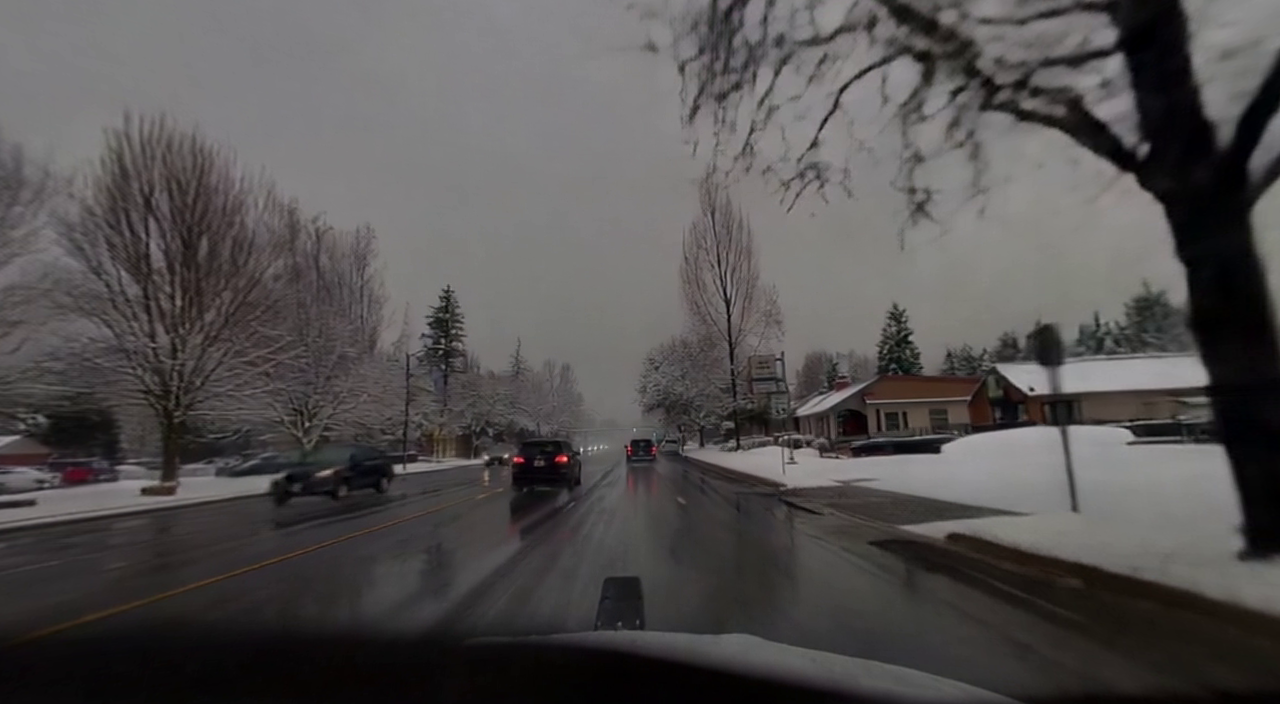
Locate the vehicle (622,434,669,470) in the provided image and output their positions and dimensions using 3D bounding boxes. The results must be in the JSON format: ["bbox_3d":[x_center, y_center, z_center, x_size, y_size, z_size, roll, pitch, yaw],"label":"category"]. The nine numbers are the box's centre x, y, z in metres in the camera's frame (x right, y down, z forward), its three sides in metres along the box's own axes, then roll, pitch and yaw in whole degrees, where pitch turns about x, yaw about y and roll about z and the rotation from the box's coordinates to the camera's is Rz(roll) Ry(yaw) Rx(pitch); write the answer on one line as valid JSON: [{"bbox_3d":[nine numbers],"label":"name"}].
[{"bbox_3d":[0.228,5.391,34.101,2.376,1.801,4.317,0,-8,-1],"label":"vehicle"}]

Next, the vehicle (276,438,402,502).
[{"bbox_3d":[-9.533,3.737,20.452,2.028,1.825,4.208,0,-8,-1],"label":"vehicle"}]

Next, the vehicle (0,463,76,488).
[{"bbox_3d":[-42.257,8.602,44.052,4.089,1.565,1.759,0,-8,0],"label":"vehicle"}]

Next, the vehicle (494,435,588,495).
[{"bbox_3d":[-2.914,3.439,19.562,2.167,1.634,4.220,0,-8,1],"label":"vehicle"}]

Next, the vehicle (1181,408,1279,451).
[{"bbox_3d":[23.088,2.886,23.218,1.987,1.465,4.819,0,-8,-2],"label":"vehicle"}]
